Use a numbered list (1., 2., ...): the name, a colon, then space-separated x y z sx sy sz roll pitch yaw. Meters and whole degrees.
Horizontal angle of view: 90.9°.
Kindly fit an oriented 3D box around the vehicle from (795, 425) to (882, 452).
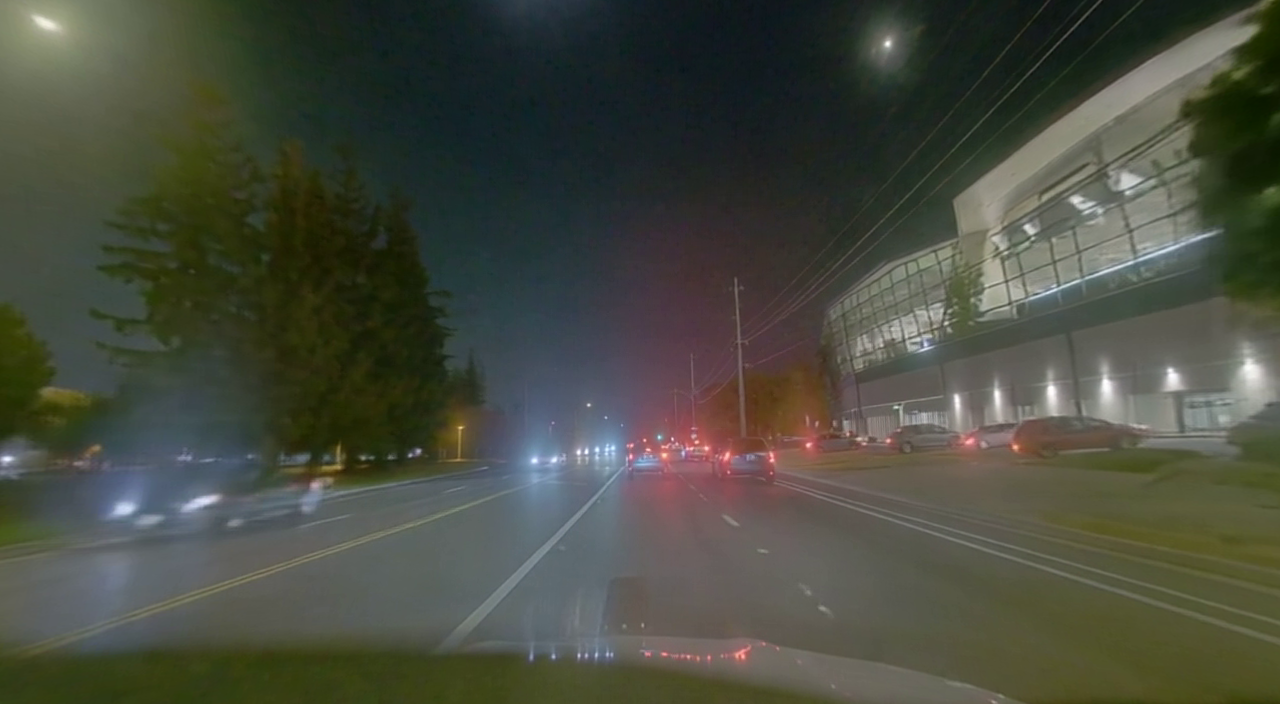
1. vehicle: 15.333 6.695 48.812 5.731 1.720 2.822 -8 -10 31

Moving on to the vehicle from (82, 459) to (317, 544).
1. vehicle: -9.680 3.266 14.476 2.040 1.507 4.598 -1 -8 1

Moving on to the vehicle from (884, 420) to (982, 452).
1. vehicle: 16.180 4.696 35.010 4.392 1.709 2.002 0 -9 -1

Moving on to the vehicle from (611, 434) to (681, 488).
1. vehicle: 0.220 3.754 22.019 2.200 1.653 4.127 0 -8 1

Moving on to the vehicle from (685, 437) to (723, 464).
1. vehicle: 4.192 6.533 41.955 2.024 1.711 4.512 0 -8 0

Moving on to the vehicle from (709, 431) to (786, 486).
1. vehicle: 3.583 3.637 21.726 1.914 1.698 4.049 0 -9 0

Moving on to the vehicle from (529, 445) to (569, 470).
1. vehicle: -6.018 7.055 42.231 1.947 1.541 4.280 -1 -9 1
